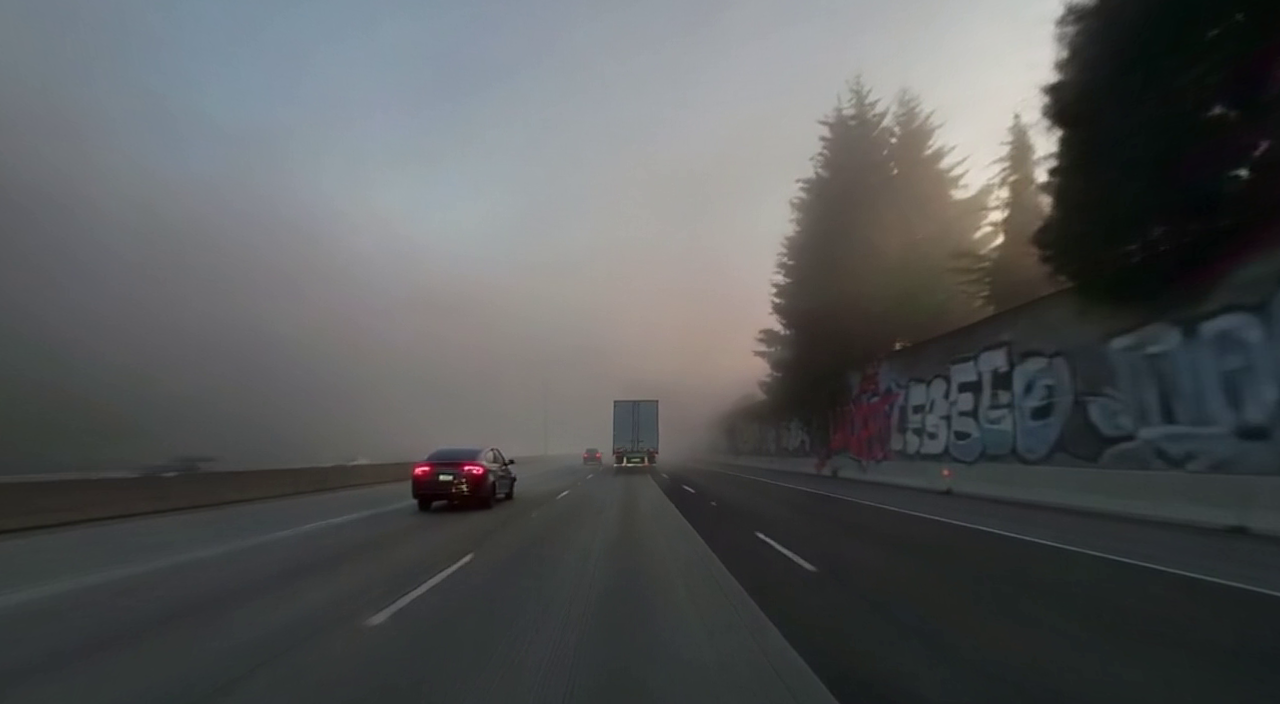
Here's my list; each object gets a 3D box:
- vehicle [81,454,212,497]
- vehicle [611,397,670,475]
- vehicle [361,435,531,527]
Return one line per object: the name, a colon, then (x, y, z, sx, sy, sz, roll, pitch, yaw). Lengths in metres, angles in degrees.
vehicle: (-19.458, 4.836, 24.973, 1.853, 1.495, 4.151, 0, -9, -1)
vehicle: (-0.122, 5.158, 37.803, 3.042, 4.023, 10.832, 0, -9, -2)
vehicle: (-3.686, 2.535, 12.824, 2.158, 1.538, 4.047, 0, -9, 0)
